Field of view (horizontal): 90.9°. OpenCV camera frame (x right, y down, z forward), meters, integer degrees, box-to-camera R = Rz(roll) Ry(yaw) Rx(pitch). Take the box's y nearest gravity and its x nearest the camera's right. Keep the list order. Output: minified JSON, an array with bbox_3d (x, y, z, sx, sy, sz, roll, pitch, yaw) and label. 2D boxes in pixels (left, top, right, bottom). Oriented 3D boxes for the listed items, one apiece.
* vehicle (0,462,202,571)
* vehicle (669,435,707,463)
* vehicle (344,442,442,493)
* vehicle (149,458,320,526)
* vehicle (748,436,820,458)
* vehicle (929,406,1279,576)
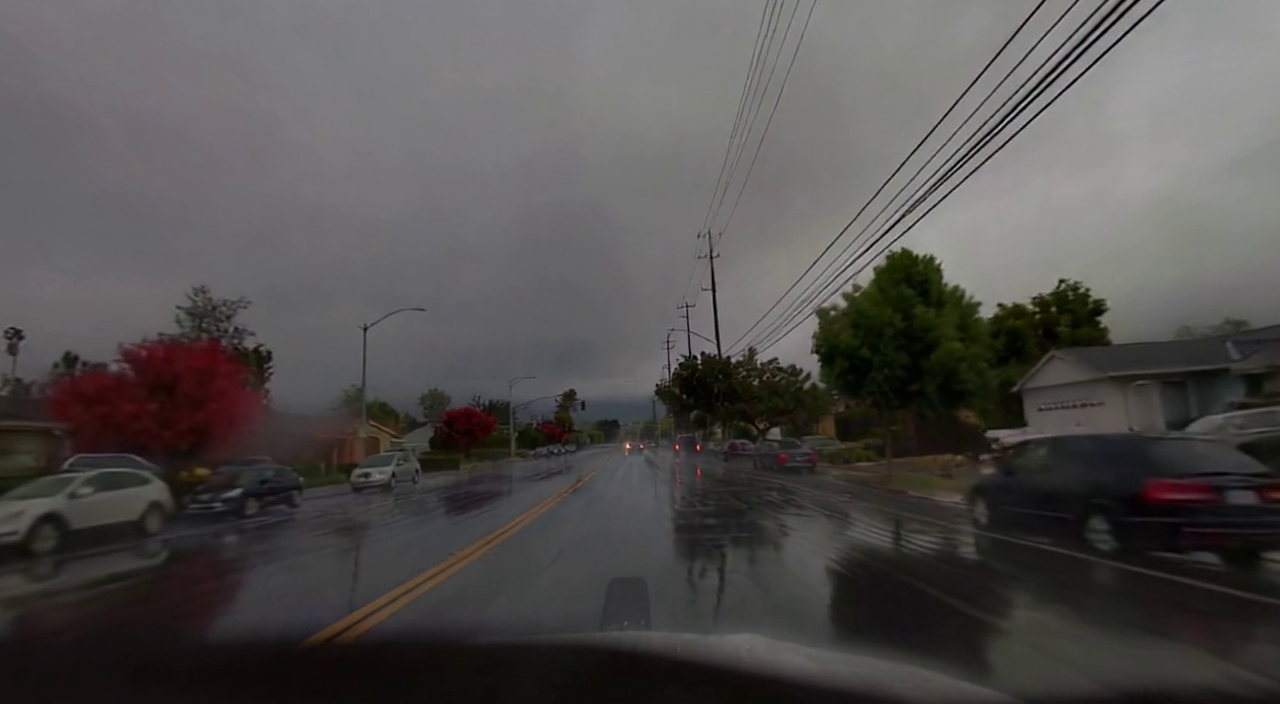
[{"bbox_3d":[-10.598,2.843,11.585,2.098,1.503,4.113,0,-8,0],"label":"vehicle"},{"bbox_3d":[3.091,6.376,41.567,2.070,1.765,4.731,0,-8,0],"label":"vehicle"},{"bbox_3d":[-10.516,4.917,27.295,2.258,1.846,4.843,-3,-8,1],"label":"vehicle"},{"bbox_3d":[-10.668,3.659,17.054,1.800,1.472,4.359,0,-8,-1],"label":"vehicle"},{"bbox_3d":[11.149,7.364,48.690,4.996,1.471,2.033,-6,-10,26],"label":"vehicle"},{"bbox_3d":[6.211,1.746,8.800,2.079,1.697,4.753,0,-8,0],"label":"vehicle"}]
